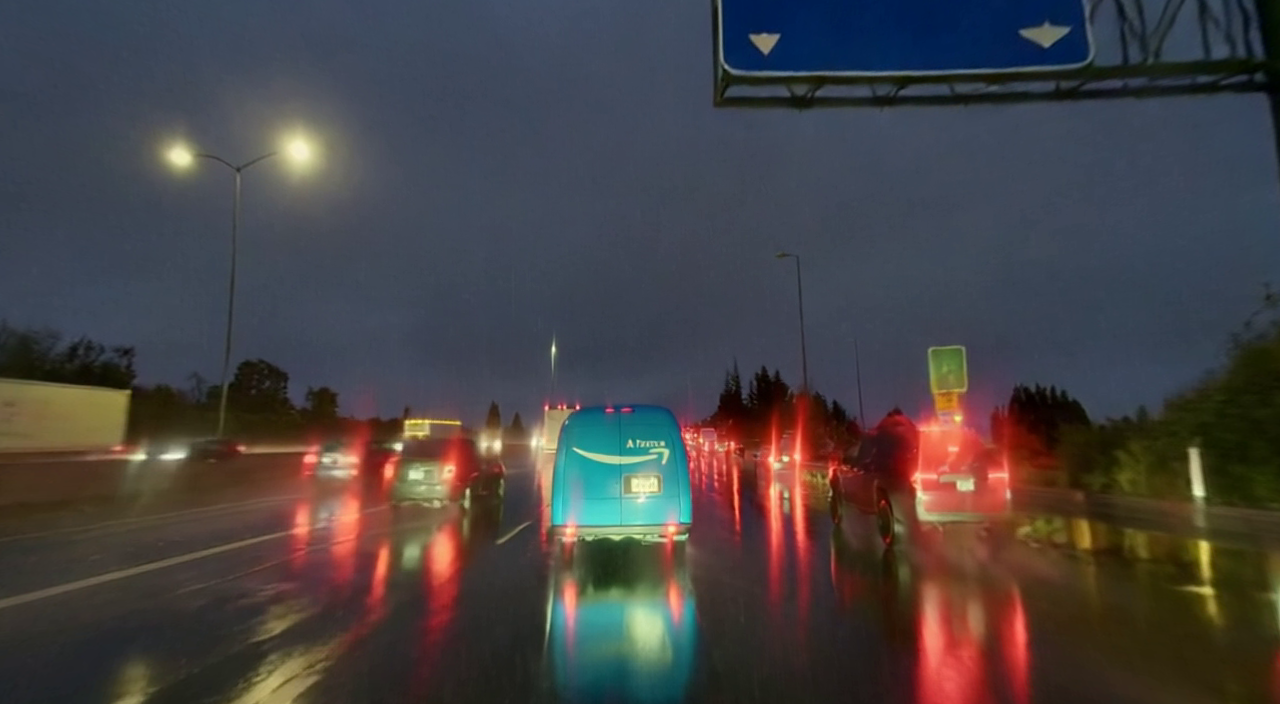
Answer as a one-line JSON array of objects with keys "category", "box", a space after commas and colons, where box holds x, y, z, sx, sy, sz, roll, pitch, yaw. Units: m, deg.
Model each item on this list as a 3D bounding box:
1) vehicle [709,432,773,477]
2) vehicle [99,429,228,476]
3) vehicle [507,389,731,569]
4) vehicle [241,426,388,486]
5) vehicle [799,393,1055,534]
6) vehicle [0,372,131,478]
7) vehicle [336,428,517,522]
[{"category": "vehicle", "box": [4.183, 4.351, 26.868, 2.064, 1.720, 4.416, 0, -8, 1]}, {"category": "vehicle", "box": [-15.833, 3.351, 21.158, 1.578, 1.432, 3.491, 0, -9, 0]}, {"category": "vehicle", "box": [-0.205, 1.627, 8.732, 2.287, 1.823, 4.369, 0, -9, 0]}, {"category": "vehicle", "box": [-10.397, 3.365, 20.657, 2.191, 1.708, 4.784, 0, -8, 1]}, {"category": "vehicle", "box": [4.794, 1.990, 11.741, 2.179, 1.999, 5.331, 1, -9, -1]}, {"category": "vehicle", "box": [-22.979, 2.529, 21.703, 3.003, 3.521, 9.197, 0, -9, 1]}, {"category": "vehicle", "box": [-3.913, 2.328, 12.494, 1.983, 1.496, 4.371, 0, -8, 1]}]
